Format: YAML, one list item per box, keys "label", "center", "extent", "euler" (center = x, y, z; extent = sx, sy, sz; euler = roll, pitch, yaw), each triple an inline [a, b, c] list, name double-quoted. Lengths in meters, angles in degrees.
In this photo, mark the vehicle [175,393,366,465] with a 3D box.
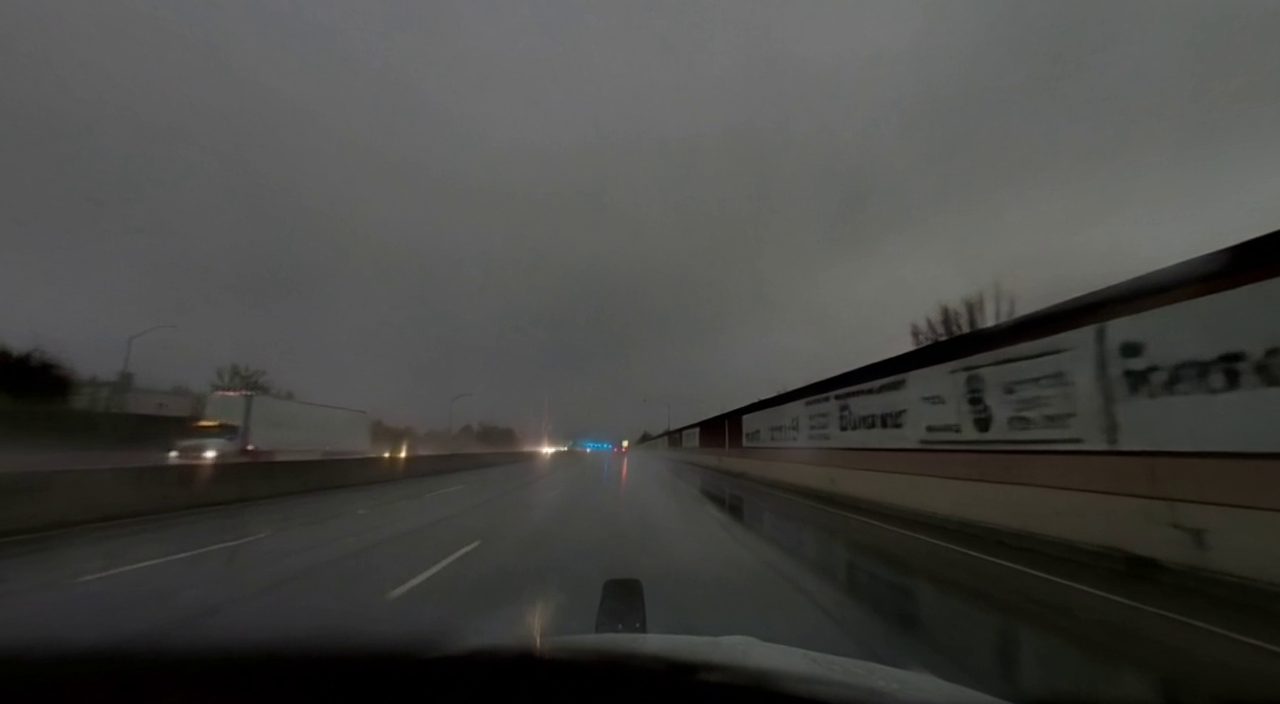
- label: "vehicle"
  center: [-24.562, 5.699, 44.417]
  extent: [2.765, 3.968, 18.709]
  euler: [0, -9, -2]
